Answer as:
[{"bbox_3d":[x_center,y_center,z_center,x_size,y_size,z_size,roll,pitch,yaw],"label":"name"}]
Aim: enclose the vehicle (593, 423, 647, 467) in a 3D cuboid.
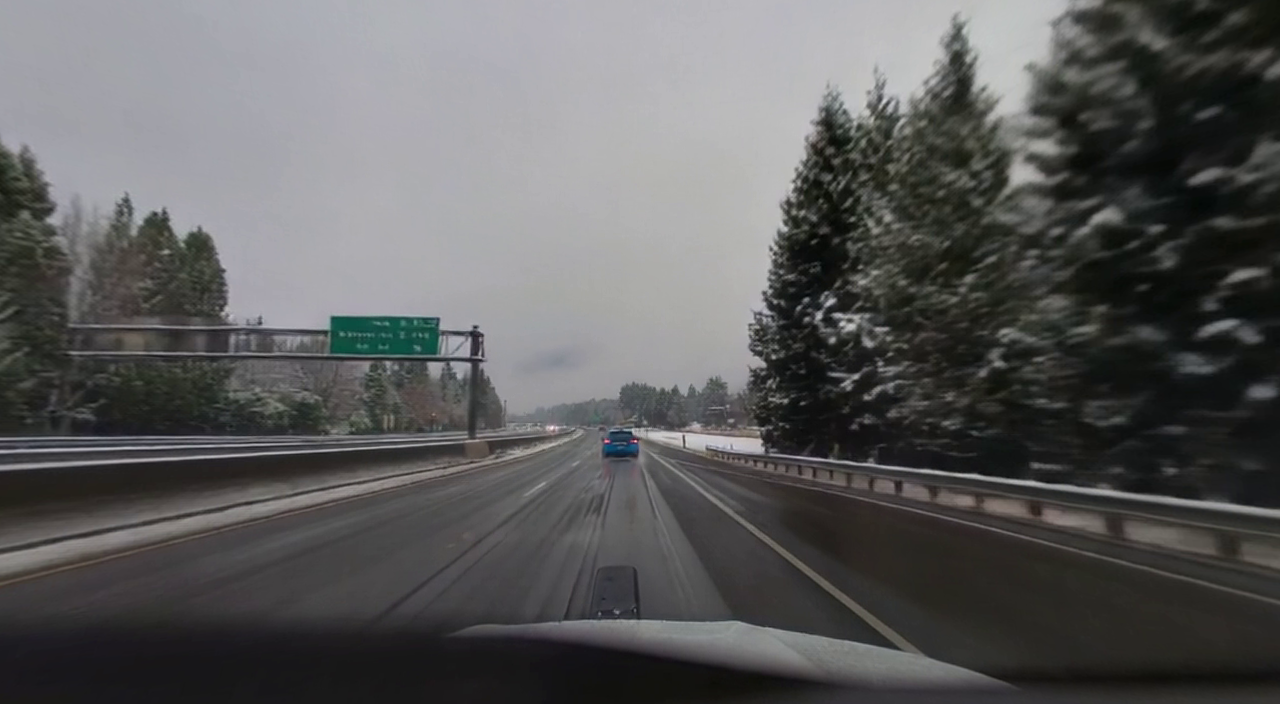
[{"bbox_3d":[-0.823,3.783,25.720,2.020,1.633,3.942,0,-8,-2],"label":"vehicle"}]
